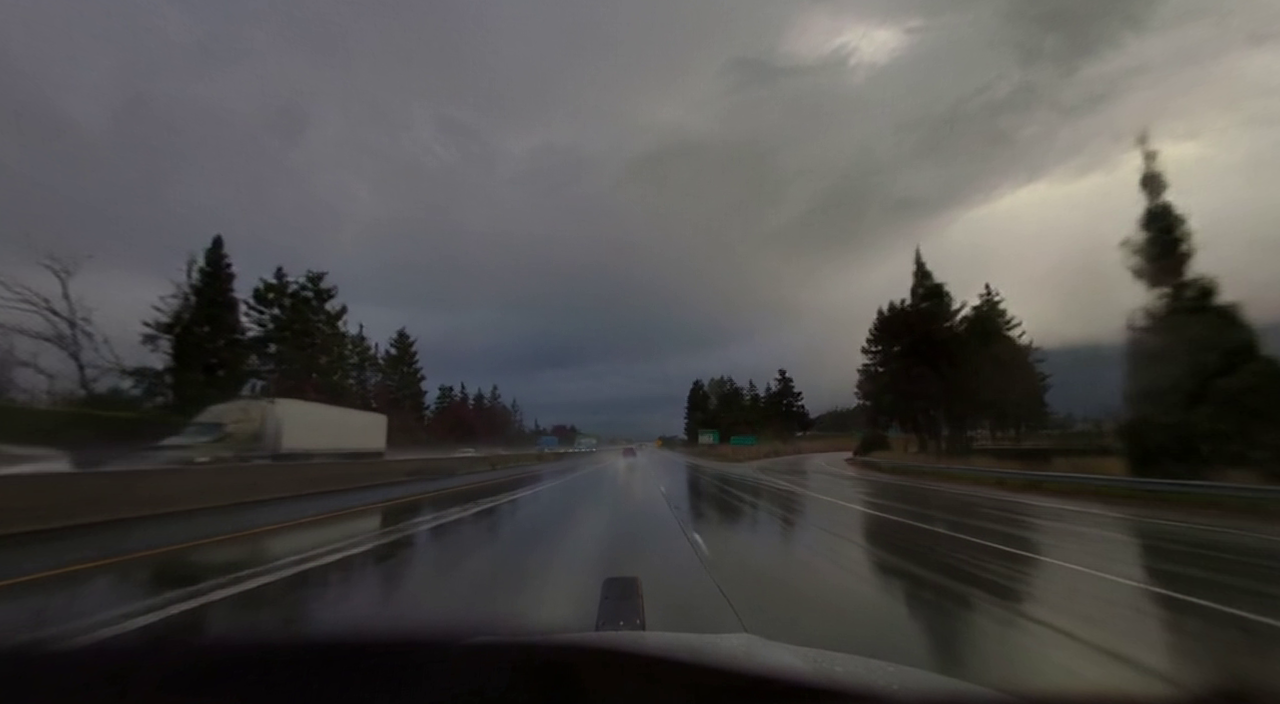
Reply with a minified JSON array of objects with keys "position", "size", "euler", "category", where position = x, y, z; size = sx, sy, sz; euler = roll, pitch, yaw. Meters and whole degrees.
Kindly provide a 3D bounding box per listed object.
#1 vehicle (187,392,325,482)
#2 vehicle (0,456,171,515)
[{"position":[-19.440,4.422,32.528],"size":[3.220,4.182,5.975],"euler":[0,-9,-1],"category":"vehicle"},{"position":[-15.594,3.661,17.746],"size":[1.858,1.421,3.742],"euler":[0,-9,0],"category":"vehicle"}]
